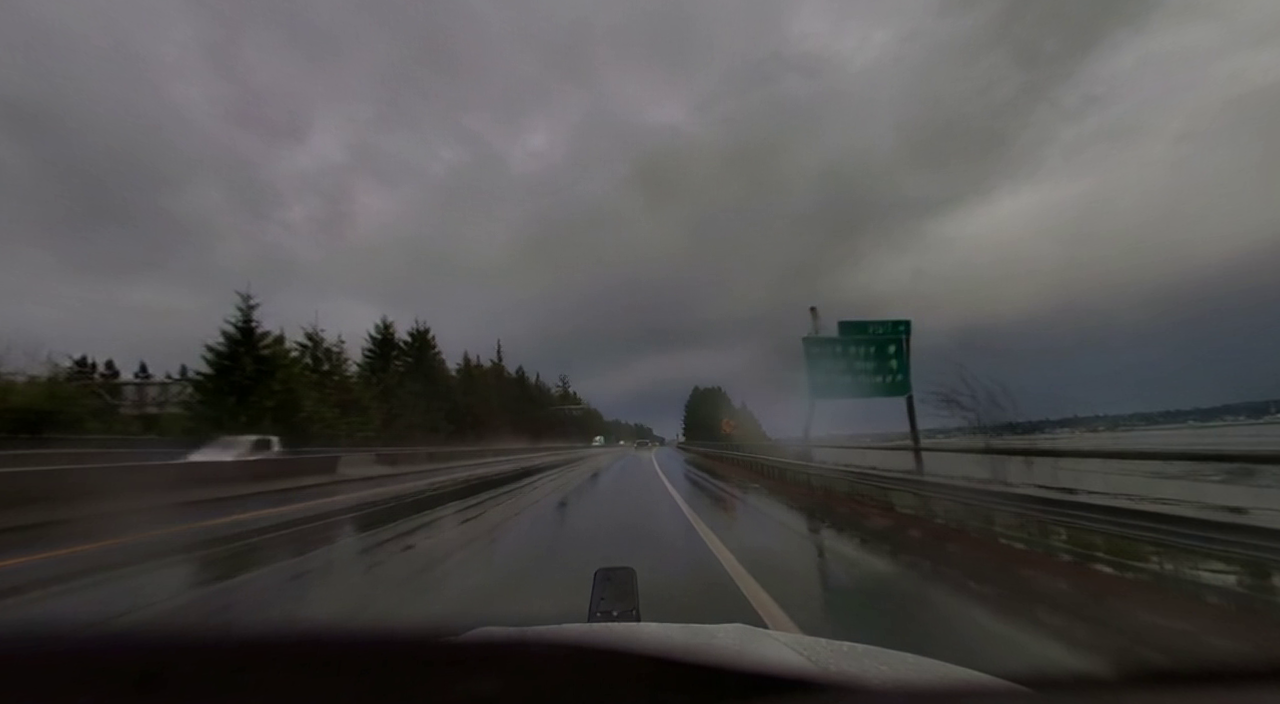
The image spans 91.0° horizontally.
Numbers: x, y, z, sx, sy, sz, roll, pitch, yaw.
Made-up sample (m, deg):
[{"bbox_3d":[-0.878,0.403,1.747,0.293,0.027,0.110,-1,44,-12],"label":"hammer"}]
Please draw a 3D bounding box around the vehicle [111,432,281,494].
[{"bbox_3d":[-14.180,3.538,20.571,2.097,1.750,4.773,0,-8,-1],"label":"vehicle"}]
